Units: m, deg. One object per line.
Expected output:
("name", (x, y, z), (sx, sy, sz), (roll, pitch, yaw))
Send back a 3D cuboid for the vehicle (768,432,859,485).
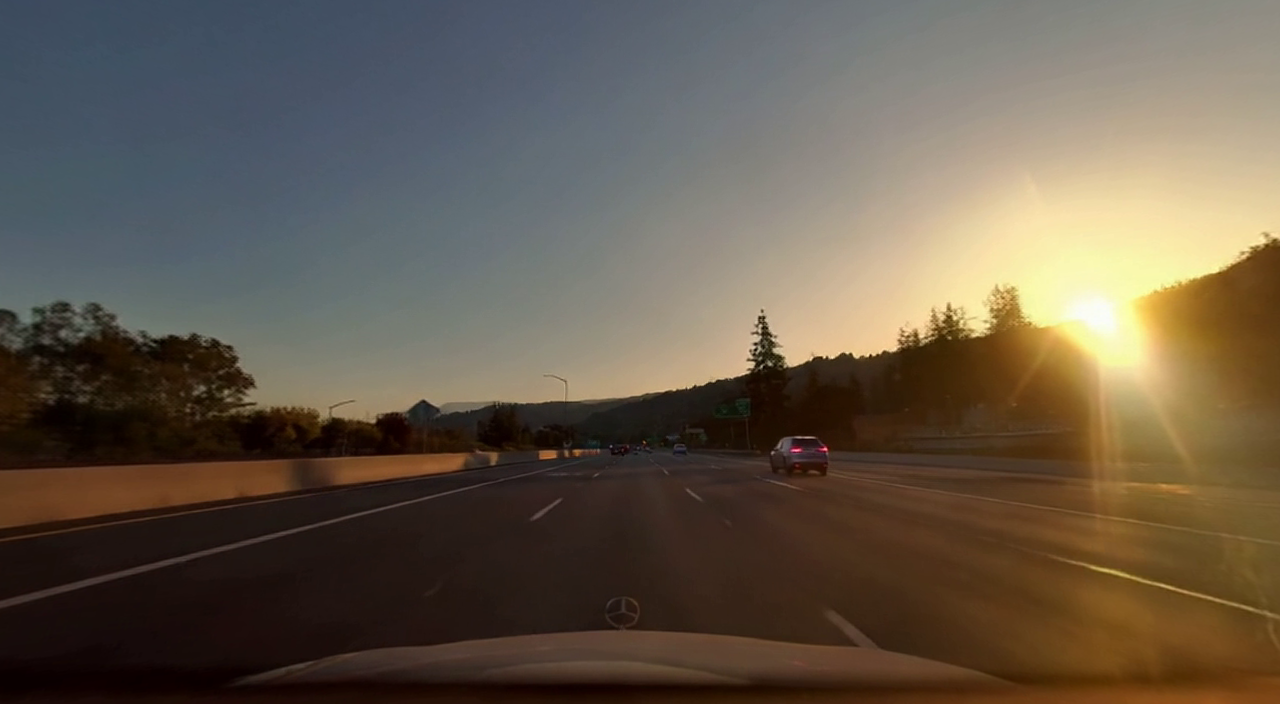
("vehicle", (6.316, 3.938, 23.577), (2.096, 1.767, 4.601), (0, -9, 0))
